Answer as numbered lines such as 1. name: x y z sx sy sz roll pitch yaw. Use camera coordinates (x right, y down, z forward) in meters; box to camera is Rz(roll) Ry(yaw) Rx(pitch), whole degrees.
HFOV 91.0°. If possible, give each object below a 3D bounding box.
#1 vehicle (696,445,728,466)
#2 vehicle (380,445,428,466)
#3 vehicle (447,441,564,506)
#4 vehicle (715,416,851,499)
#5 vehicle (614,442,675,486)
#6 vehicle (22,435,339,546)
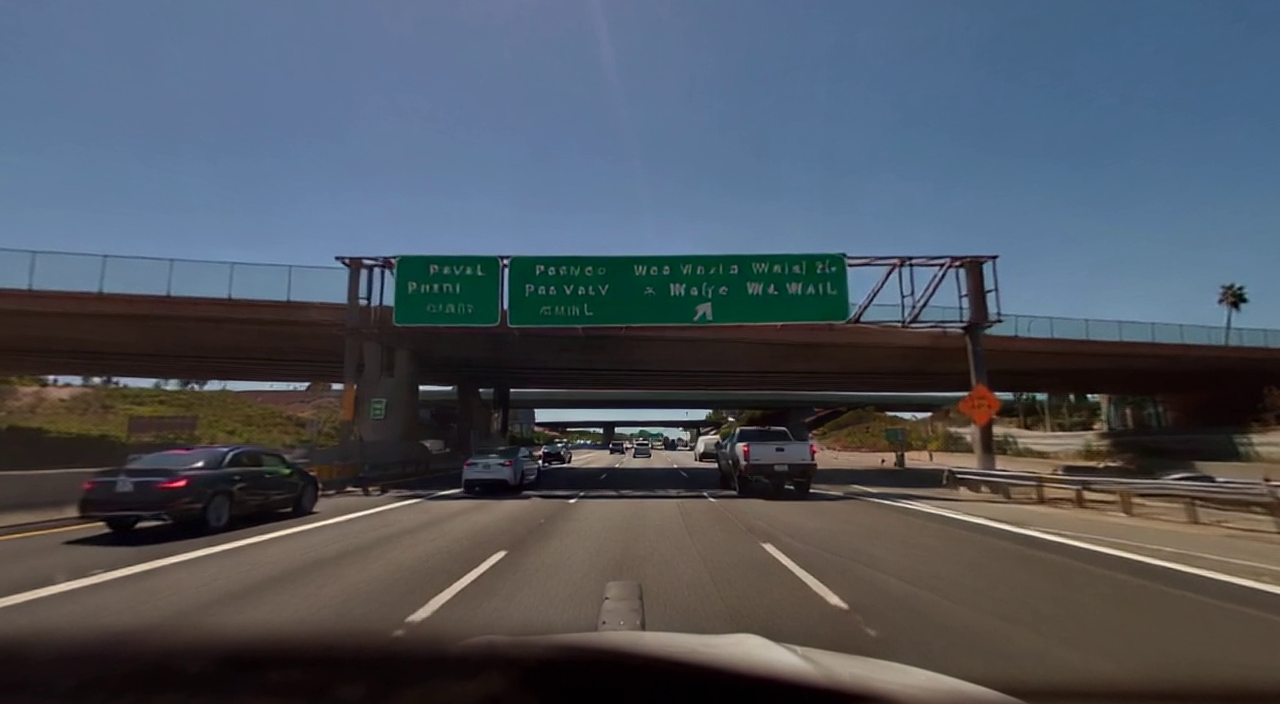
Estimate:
1. vehicle: 5.358 7.756 47.257 2.023 1.507 4.510 0 -9 2
2. vehicle: -18.441 8.112 49.473 1.897 1.504 4.444 -1 -9 2
3. vehicle: -3.382 3.162 16.802 1.996 1.488 4.451 0 -9 2
4. vehicle: 4.108 3.259 19.755 2.802 2.151 6.579 0 -9 1
5. vehicle: 0.208 4.172 23.666 2.071 1.478 4.130 0 -9 1
6. vehicle: -7.454 2.267 11.006 2.065 1.519 4.491 0 -9 1
